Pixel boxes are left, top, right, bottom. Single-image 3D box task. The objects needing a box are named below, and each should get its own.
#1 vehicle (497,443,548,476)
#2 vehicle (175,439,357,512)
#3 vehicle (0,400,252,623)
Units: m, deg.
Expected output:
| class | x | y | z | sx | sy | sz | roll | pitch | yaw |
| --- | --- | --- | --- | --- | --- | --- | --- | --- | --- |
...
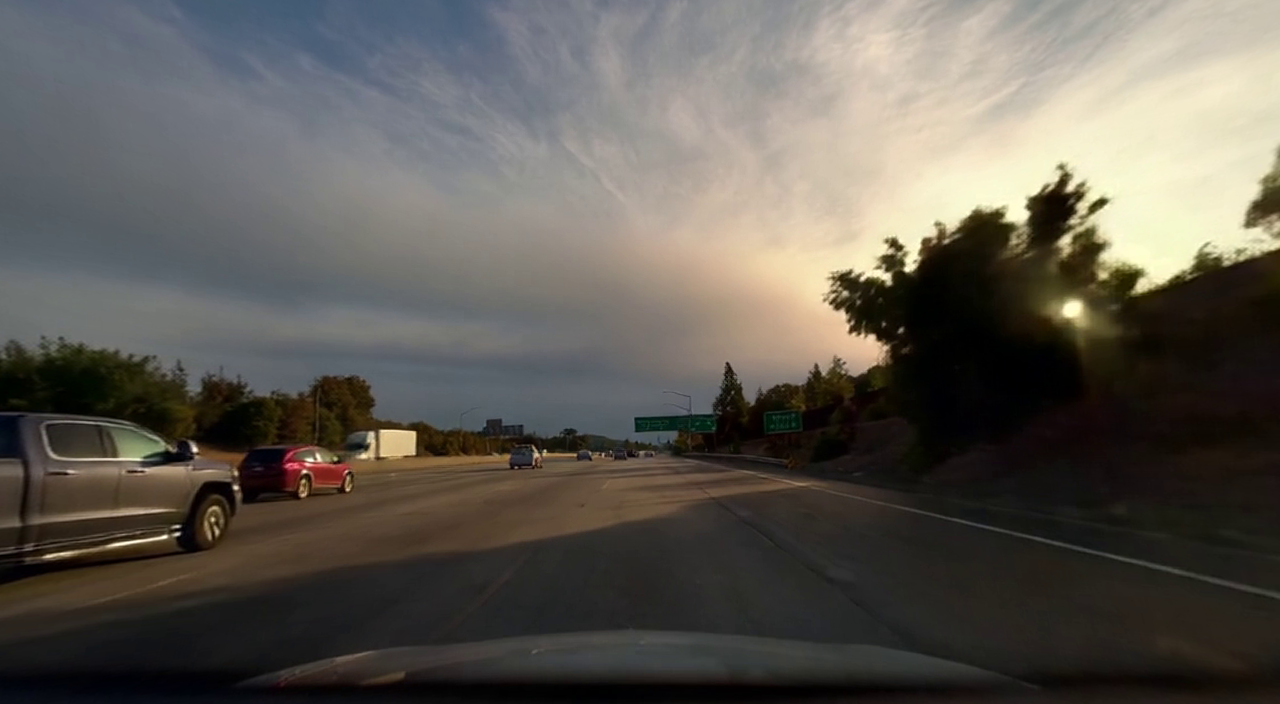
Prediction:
| class | x | y | z | sx | sy | sz | roll | pitch | yaw |
| --- | --- | --- | --- | --- | --- | --- | --- | --- | --- |
| vehicle | -6.523 | 5.981 | 35.459 | 2.009 | 1.735 | 4.358 | 0 | -8 | 1 |
| vehicle | -9.739 | 3.210 | 16.966 | 2.060 | 1.662 | 4.469 | -1 | -8 | 2 |
| vehicle | -6.353 | 1.299 | 5.135 | 2.403 | 1.773 | 6.276 | 0 | -8 | 0 |
